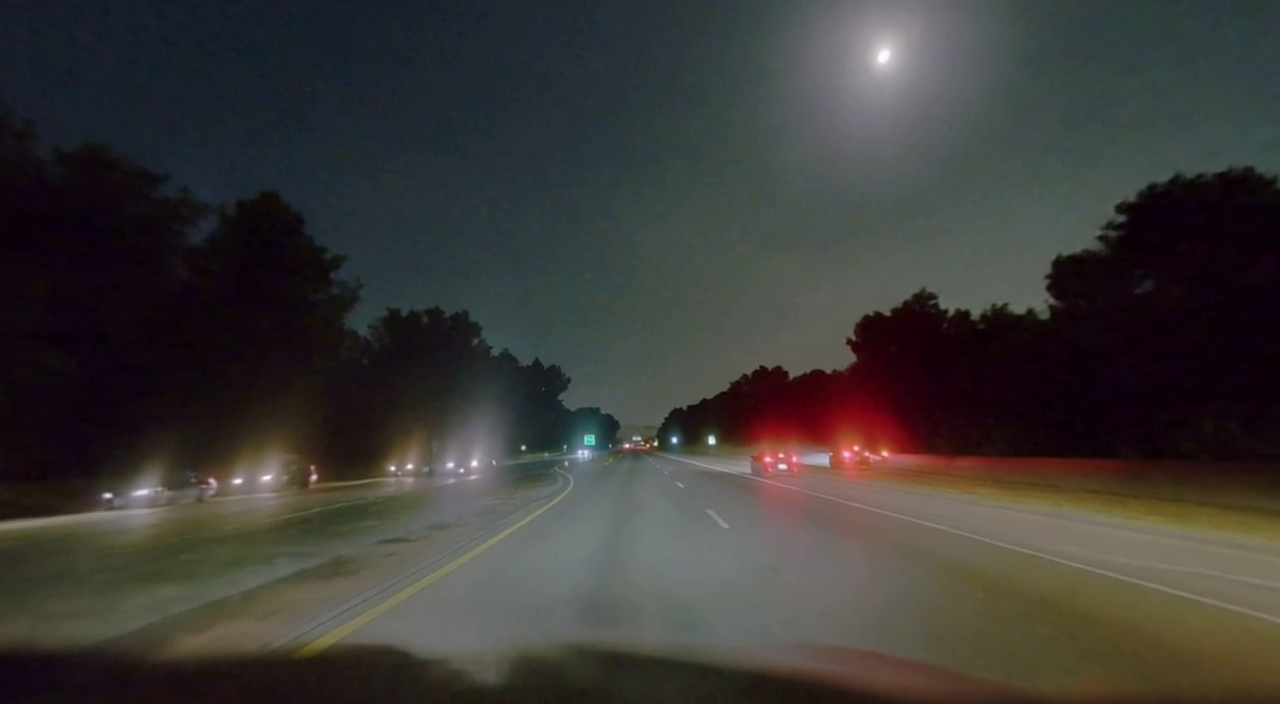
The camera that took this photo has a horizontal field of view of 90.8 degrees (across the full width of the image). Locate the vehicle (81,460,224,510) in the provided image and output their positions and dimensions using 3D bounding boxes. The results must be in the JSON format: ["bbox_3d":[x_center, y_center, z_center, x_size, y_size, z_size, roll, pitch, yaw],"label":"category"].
[{"bbox_3d":[-17.905,4.850,23.531,1.851,1.563,4.336,0,-9,-1],"label":"vehicle"}]

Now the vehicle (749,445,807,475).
[{"bbox_3d":[7.241,5.710,33.596,1.961,1.465,4.468,0,-9,-2],"label":"vehicle"}]

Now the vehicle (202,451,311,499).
[{"bbox_3d":[-17.860,5.696,29.775,1.926,1.684,5.378,-3,-7,-1],"label":"vehicle"}]

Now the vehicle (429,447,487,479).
[{"bbox_3d":[-9.682,5.917,33.938,1.972,1.626,3.940,0,-9,0],"label":"vehicle"}]

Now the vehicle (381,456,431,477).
[{"bbox_3d":[-17.683,8.640,47.963,1.961,1.437,4.867,0,-9,0],"label":"vehicle"}]

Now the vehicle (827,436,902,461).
[{"bbox_3d":[16.703,7.215,47.150,4.807,1.768,1.947,-1,-9,2],"label":"vehicle"}]
